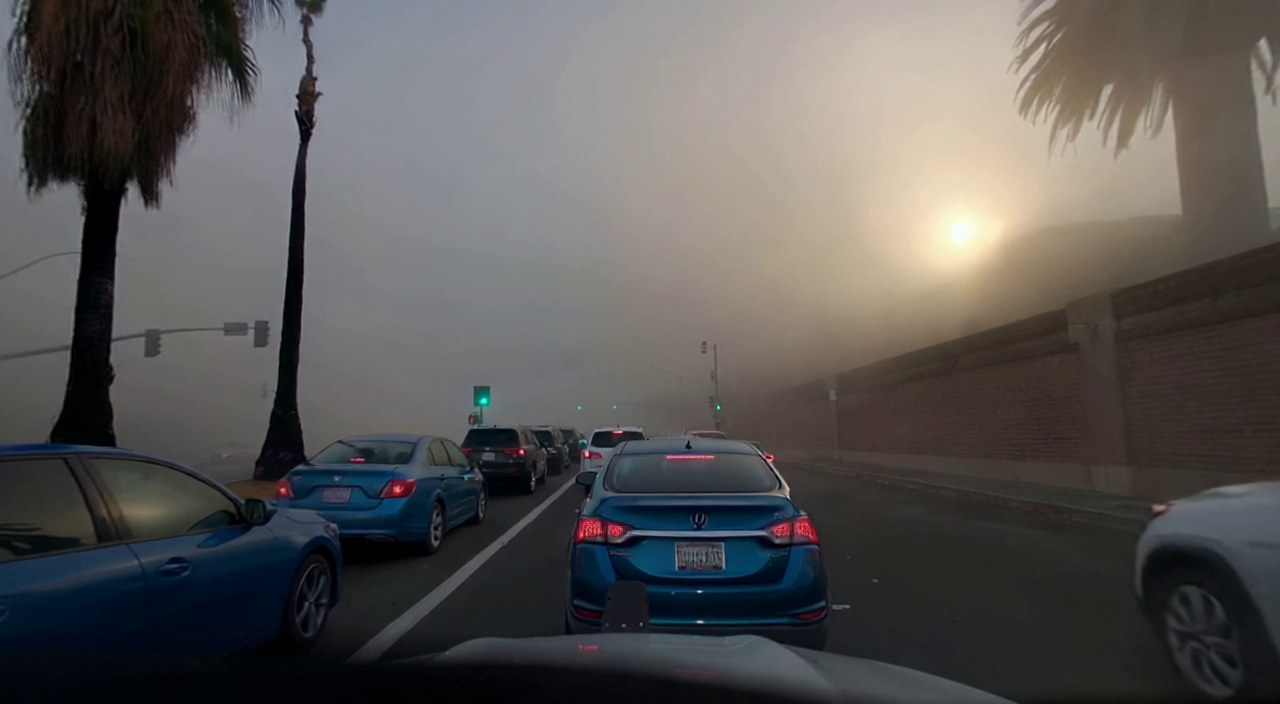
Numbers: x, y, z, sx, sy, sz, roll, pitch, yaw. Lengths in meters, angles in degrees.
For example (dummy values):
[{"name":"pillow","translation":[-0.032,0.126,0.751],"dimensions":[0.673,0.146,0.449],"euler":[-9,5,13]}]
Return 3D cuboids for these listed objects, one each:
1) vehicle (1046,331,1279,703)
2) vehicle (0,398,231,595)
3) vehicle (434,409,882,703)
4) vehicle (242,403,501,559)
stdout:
[{"name":"vehicle","translation":[3.172,0.696,1.502],"dimensions":[2.112,1.717,4.432],"euler":[-2,-9,11]},{"name":"vehicle","translation":[-6.669,1.403,6.386],"dimensions":[1.963,1.721,4.662],"euler":[0,-8,-2]},{"name":"vehicle","translation":[0.047,1.332,5.192],"dimensions":[2.128,1.473,4.272],"euler":[0,-8,-1]},{"name":"vehicle","translation":[-3.514,1.772,9.274],"dimensions":[2.055,1.746,4.136],"euler":[0,-8,-2]}]
